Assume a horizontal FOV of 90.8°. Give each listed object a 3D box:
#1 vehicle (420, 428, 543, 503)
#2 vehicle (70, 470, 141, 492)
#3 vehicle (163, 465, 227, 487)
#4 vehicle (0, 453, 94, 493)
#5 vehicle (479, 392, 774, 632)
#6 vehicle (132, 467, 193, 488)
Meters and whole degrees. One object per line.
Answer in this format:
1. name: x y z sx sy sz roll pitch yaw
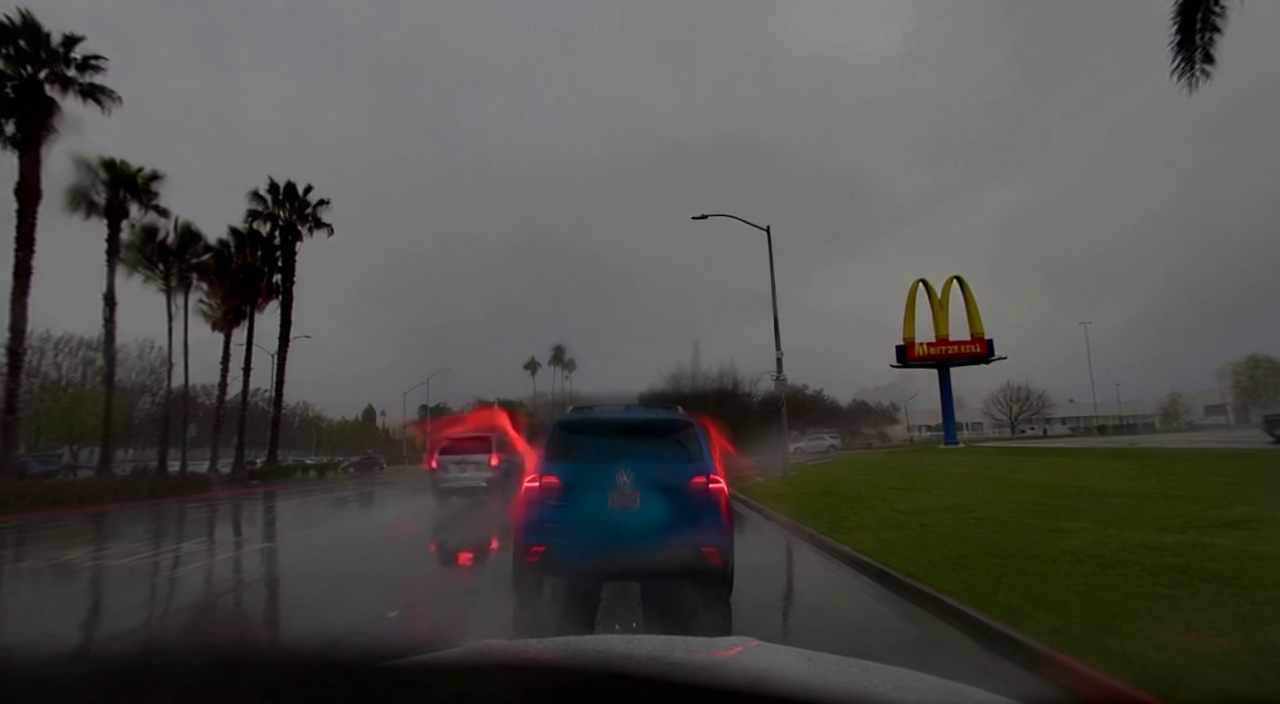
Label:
1. vehicle: -4.137 3.057 17.419 2.181 1.771 4.567 0 -9 0
2. vehicle: -39.931 9.638 47.358 1.602 1.400 4.220 0 -9 0
3. vehicle: -33.275 9.245 47.359 1.792 1.439 3.952 -1 -9 3
4. vehicle: -28.073 5.448 28.584 4.584 1.714 2.186 4 -10 -28
5. vehicle: -0.137 1.455 6.646 2.137 1.728 3.926 0 -9 -1
6. vehicle: -35.621 9.337 47.225 1.641 1.375 3.640 0 -9 0
